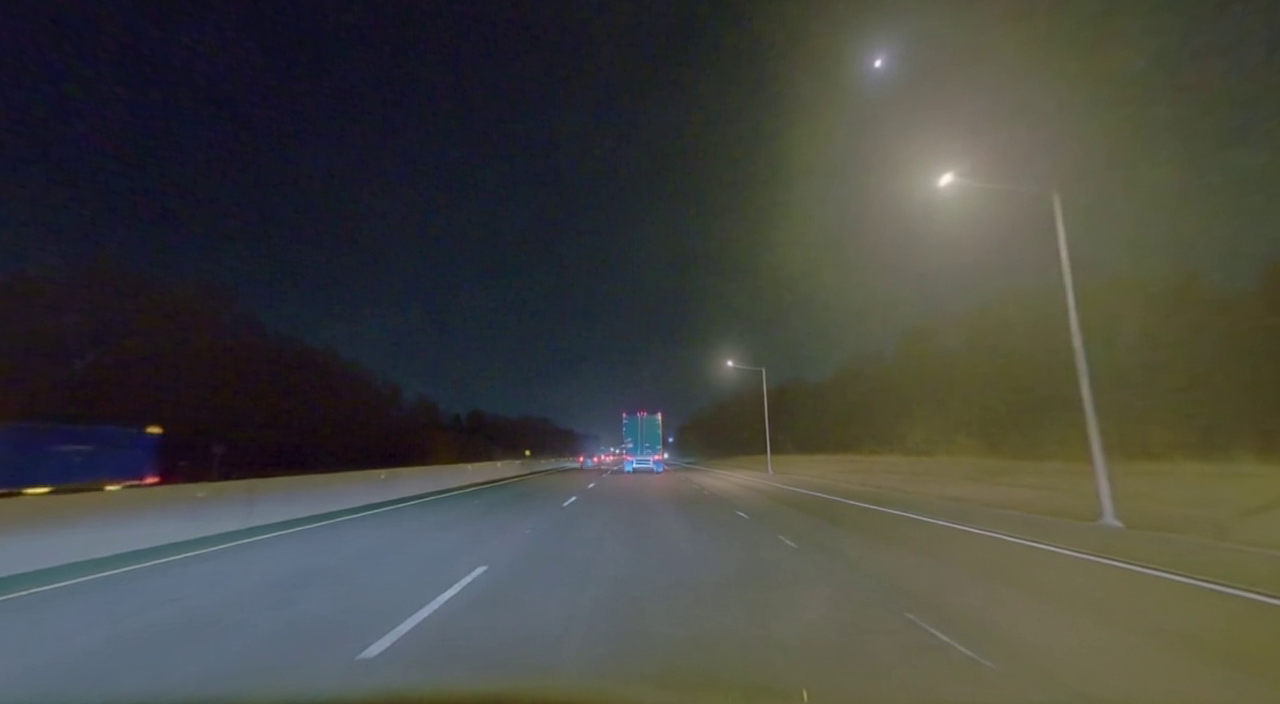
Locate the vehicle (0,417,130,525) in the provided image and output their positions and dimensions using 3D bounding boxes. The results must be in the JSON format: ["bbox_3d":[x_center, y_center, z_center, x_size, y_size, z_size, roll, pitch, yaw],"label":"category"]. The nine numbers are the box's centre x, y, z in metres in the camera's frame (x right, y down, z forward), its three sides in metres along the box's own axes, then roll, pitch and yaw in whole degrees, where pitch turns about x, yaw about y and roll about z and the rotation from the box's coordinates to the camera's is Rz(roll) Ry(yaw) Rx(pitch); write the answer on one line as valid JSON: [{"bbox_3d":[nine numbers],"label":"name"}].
[{"bbox_3d":[-16.283,2.851,15.163,2.236,2.527,6.874,0,-9,0],"label":"vehicle"}]

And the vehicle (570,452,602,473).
[{"bbox_3d":[-4.099,8.434,48.348,2.053,1.523,4.450,0,-9,0],"label":"vehicle"}]

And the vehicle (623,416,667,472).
[{"bbox_3d":[0.193,7.069,48.419,2.864,3.805,9.500,0,-9,-3],"label":"vehicle"}]
